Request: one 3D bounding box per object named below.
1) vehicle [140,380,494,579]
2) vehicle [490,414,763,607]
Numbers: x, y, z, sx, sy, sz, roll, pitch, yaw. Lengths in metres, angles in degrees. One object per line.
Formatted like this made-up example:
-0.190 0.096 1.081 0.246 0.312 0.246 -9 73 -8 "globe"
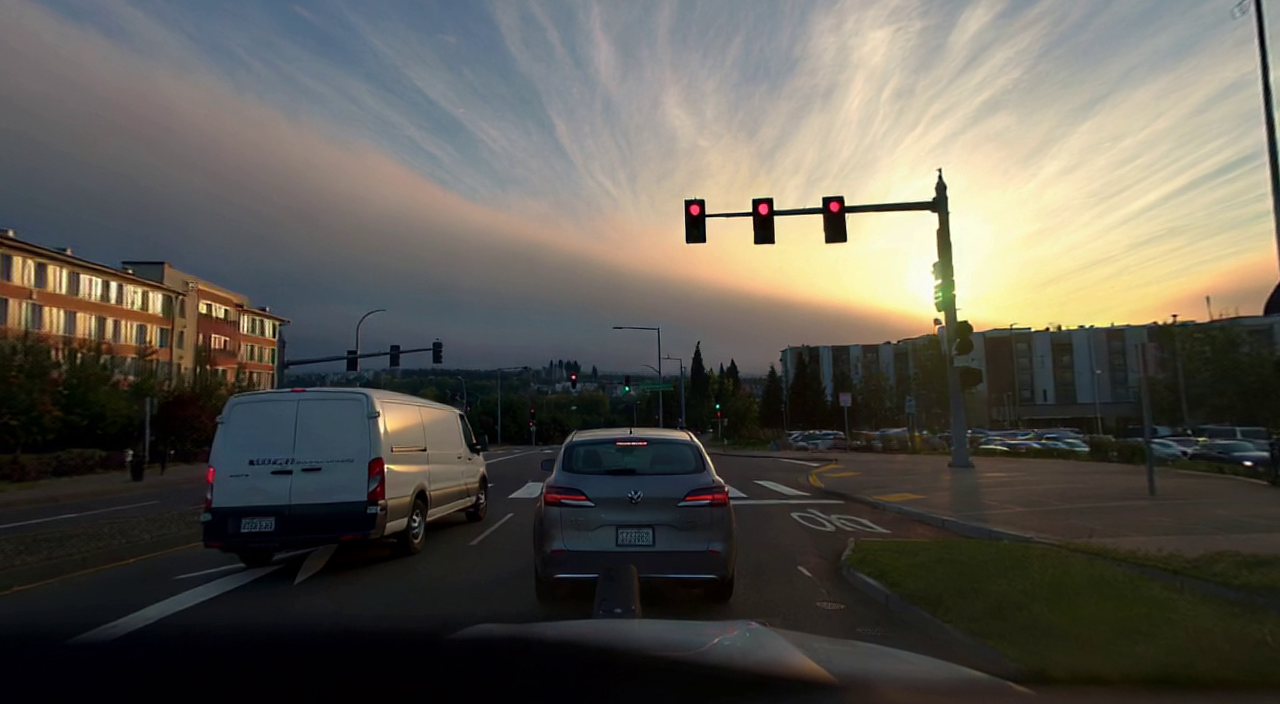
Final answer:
-3.577 1.511 8.415 2.076 1.820 5.100 0 -8 -1 "vehicle"
-0.113 1.466 6.792 2.064 1.452 3.942 0 -8 0 "vehicle"
